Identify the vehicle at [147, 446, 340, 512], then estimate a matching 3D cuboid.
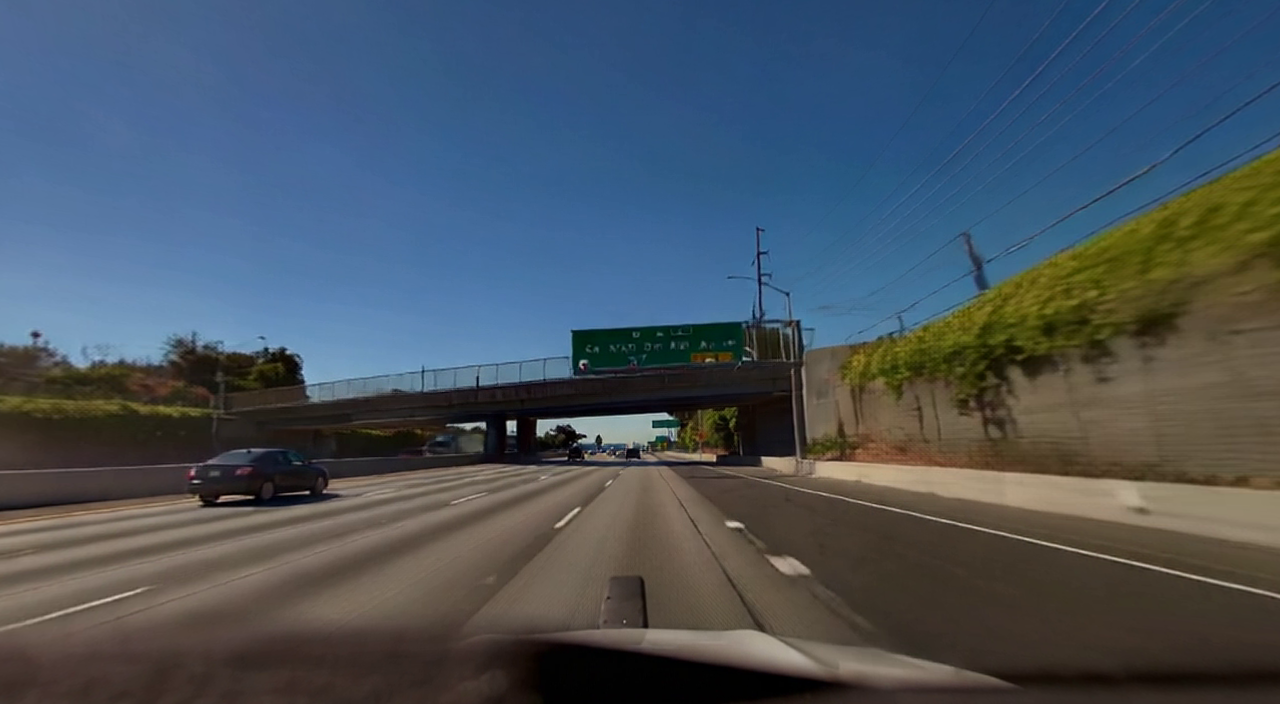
[{"bbox_3d":[-10.102,3.221,16.623,2.056,1.476,4.562,0,-8,1],"label":"vehicle"}]
